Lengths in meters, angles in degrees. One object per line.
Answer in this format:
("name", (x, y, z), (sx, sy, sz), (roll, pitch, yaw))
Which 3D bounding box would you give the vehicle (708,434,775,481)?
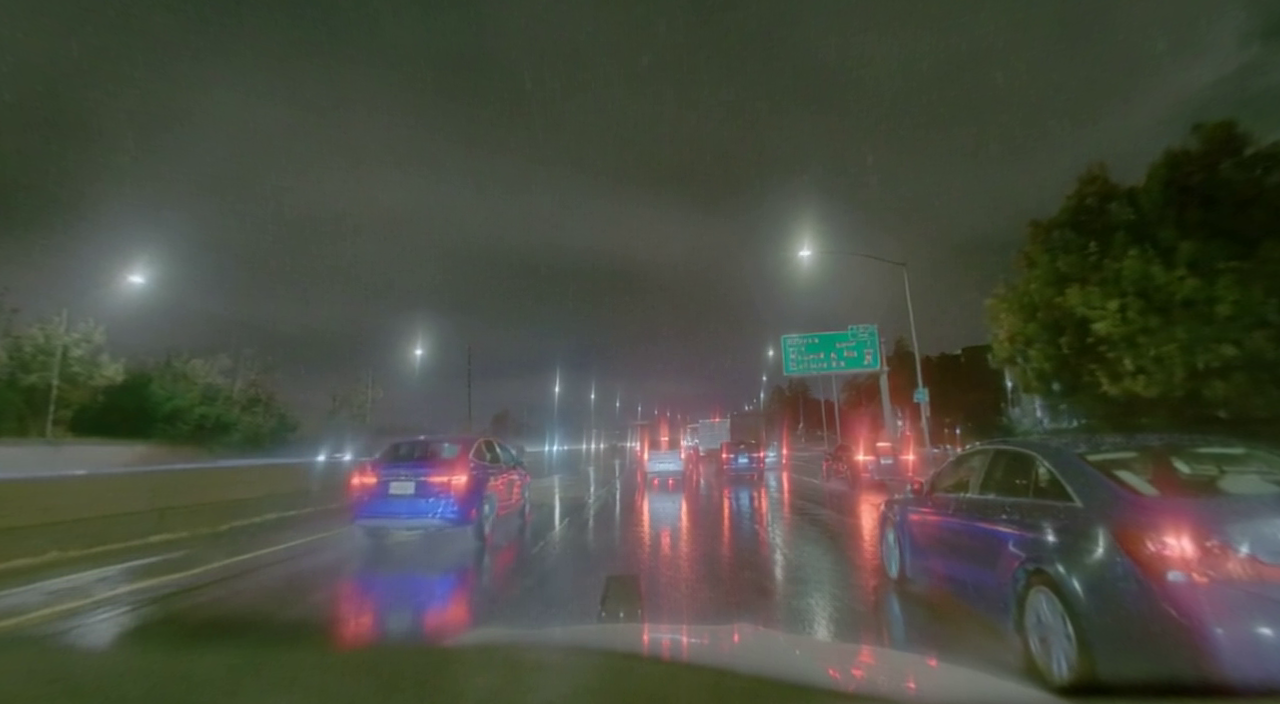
("vehicle", (3.905, 4.167, 25.004), (2.076, 1.684, 4.241), (0, -9, 2))

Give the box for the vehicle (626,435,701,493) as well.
("vehicle", (0.697, 3.433, 19.563), (2.074, 1.614, 3.803), (0, -9, 1))

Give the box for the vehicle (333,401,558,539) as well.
("vehicle", (-3.155, 2.110, 11.785), (2.434, 1.965, 5.305), (0, -9, 1))

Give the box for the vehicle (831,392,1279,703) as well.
("vehicle", (3.025, 1.218, 4.277), (2.009, 1.489, 4.559), (0, -9, 0))
